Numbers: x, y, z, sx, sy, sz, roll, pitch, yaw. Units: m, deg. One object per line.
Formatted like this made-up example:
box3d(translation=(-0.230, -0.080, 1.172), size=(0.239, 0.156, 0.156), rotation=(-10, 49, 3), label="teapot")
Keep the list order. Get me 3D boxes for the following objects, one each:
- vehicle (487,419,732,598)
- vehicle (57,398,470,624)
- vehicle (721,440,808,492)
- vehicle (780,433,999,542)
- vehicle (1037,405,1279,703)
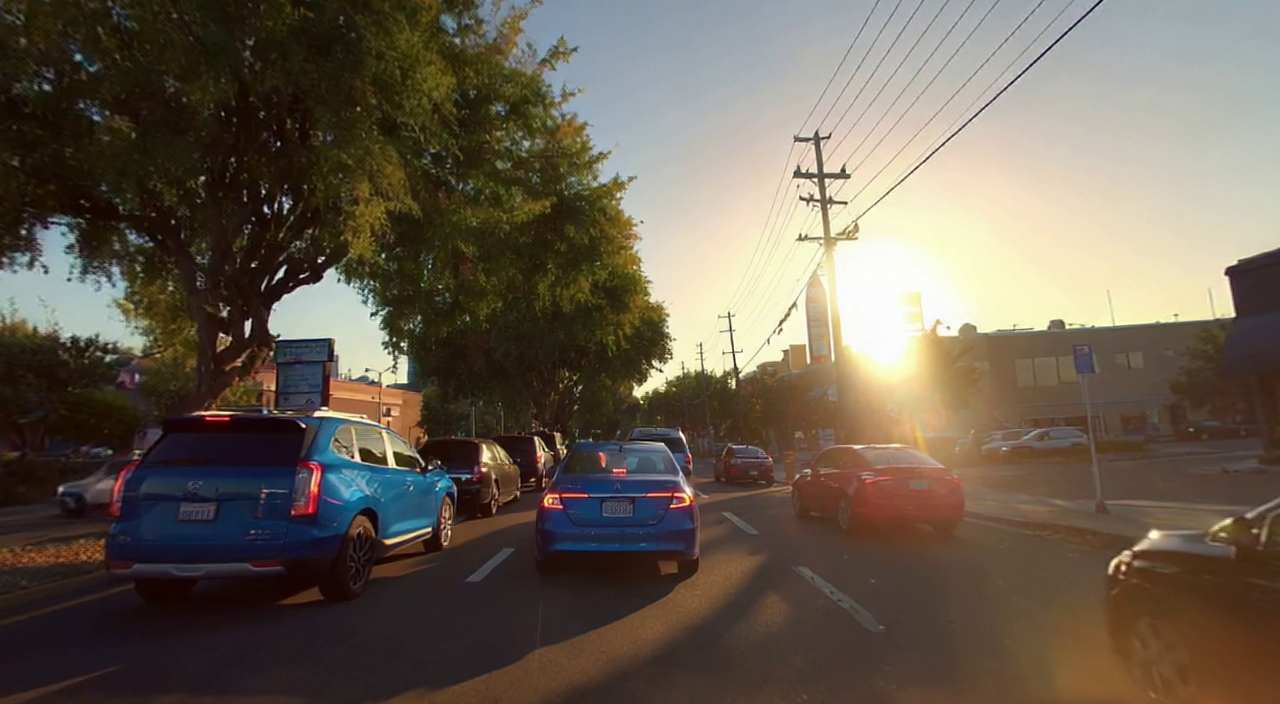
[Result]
box3d(translation=(-0.318, 1.632, 7.396), size=(2.097, 1.511, 3.809), rotation=(0, -9, -2), label="vehicle")
box3d(translation=(-3.434, 1.526, 6.997), size=(1.979, 1.697, 4.254), rotation=(0, -9, -1), label="vehicle")
box3d(translation=(3.804, 3.557, 20.039), size=(1.876, 1.456, 4.025), rotation=(0, -9, -1), label="vehicle")
box3d(translation=(3.921, 2.195, 10.900), size=(1.909, 1.473, 4.361), rotation=(0, -9, -1), label="vehicle")
box3d(translation=(3.604, 0.848, 1.823), size=(1.929, 1.479, 4.723), rotation=(0, -9, 1), label="vehicle")
